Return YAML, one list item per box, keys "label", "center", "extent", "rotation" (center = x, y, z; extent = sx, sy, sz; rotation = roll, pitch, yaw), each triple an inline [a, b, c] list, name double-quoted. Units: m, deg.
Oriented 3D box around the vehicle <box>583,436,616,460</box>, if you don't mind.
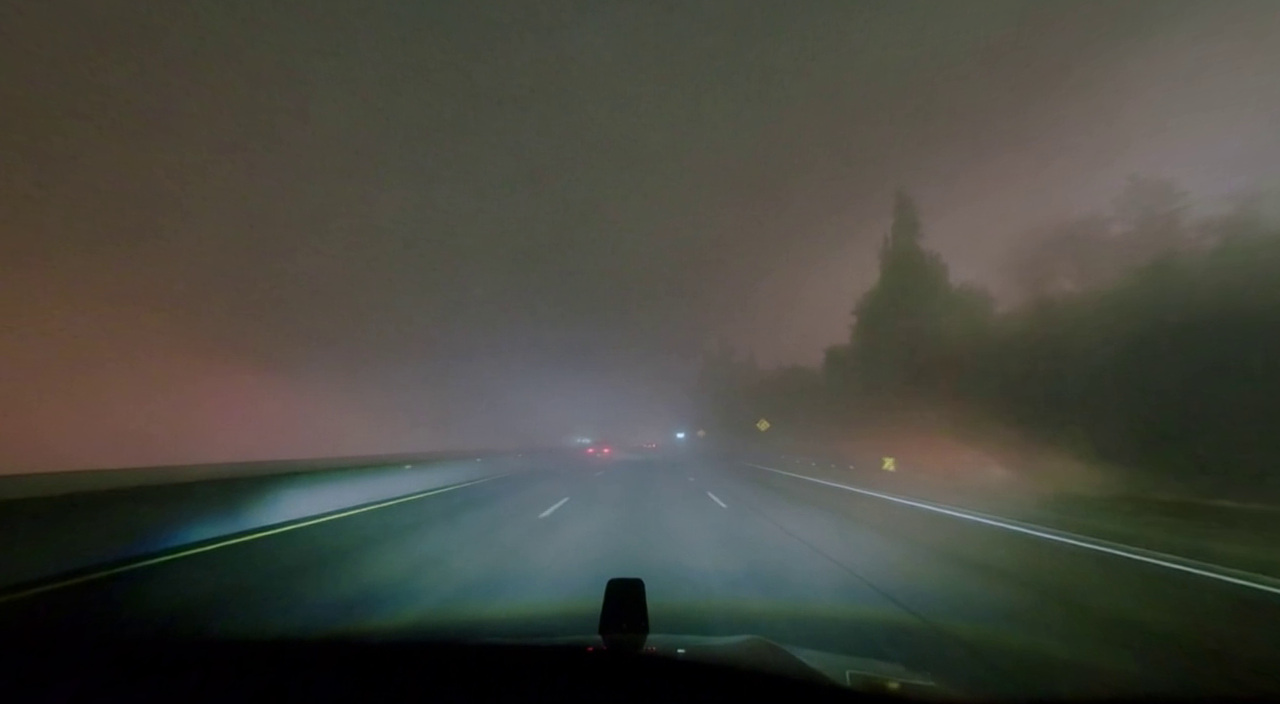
- label: "vehicle"
  center: [-3.029, 7.268, 47.906]
  extent: [2.189, 1.707, 4.692]
  rotation: [0, -8, 1]
